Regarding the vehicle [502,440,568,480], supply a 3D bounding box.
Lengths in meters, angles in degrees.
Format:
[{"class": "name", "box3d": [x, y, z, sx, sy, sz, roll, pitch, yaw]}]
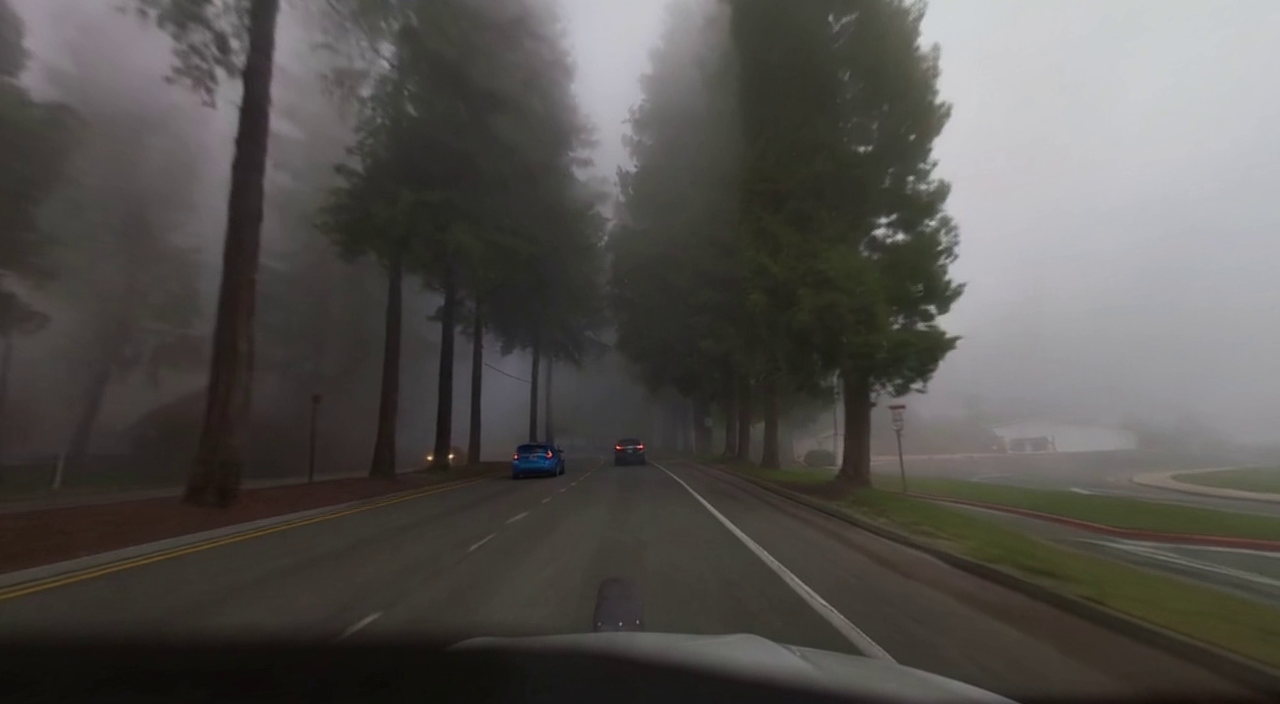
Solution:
[{"class": "vehicle", "box3d": [-4.171, 4.361, 25.776, 1.917, 1.448, 4.178, 0, -8, 0]}]

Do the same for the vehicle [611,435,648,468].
[{"class": "vehicle", "box3d": [-0.597, 5.632, 35.997, 2.018, 1.769, 3.897, 0, -8, -1]}]
